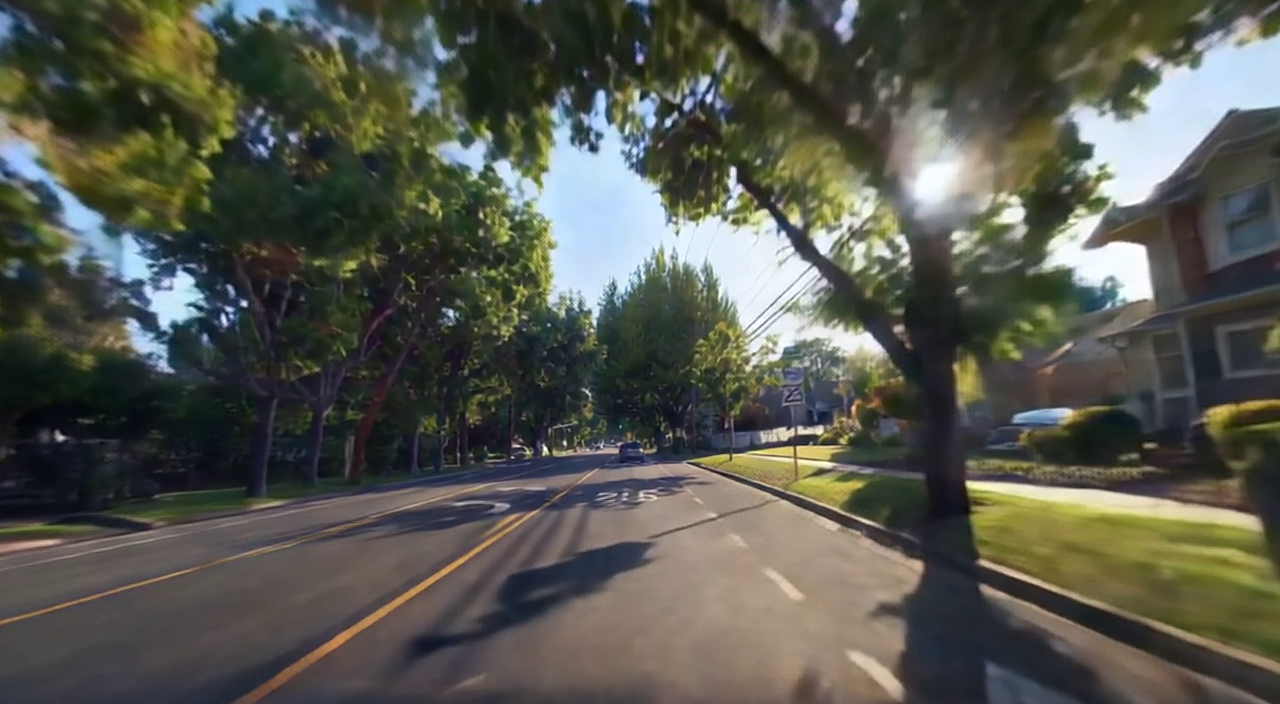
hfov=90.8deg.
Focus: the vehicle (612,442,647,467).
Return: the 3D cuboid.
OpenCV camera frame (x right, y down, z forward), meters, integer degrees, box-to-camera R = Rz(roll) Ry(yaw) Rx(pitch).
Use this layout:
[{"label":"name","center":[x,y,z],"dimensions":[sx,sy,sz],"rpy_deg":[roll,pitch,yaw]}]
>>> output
[{"label":"vehicle","center":[-0.678,6.579,40.626],"dimensions":[2.104,1.500,3.815],"rpy_deg":[0,-9,-1]}]
